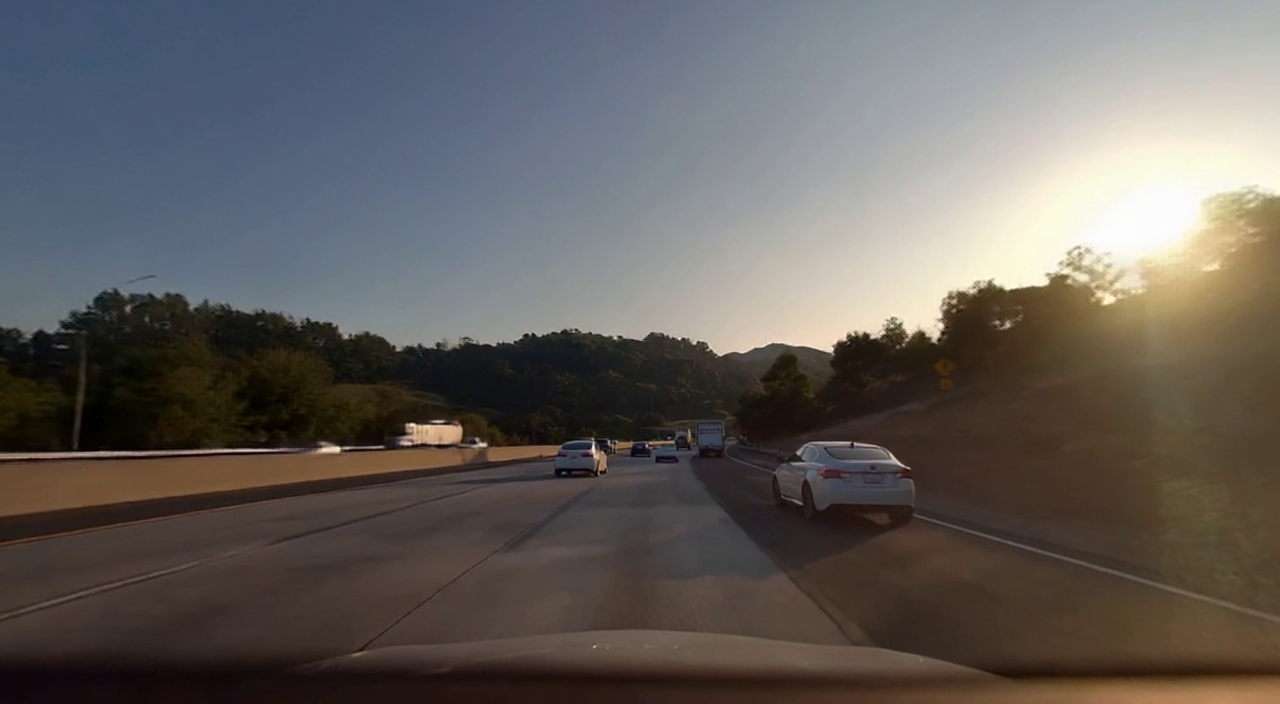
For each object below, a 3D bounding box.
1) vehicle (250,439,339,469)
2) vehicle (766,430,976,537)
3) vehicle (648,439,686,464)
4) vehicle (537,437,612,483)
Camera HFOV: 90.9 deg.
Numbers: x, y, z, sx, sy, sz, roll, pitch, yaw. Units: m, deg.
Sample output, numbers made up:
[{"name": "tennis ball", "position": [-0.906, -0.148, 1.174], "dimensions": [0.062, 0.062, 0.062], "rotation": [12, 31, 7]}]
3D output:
[{"name": "vehicle", "position": [-18.767, 5.548, 34.529], "dimensions": [1.943, 1.538, 4.704], "rotation": [-1, -8, 4]}, {"name": "vehicle", "position": [3.653, 2.141, 10.973], "dimensions": [2.013, 1.464, 4.317], "rotation": [0, -8, 0]}, {"name": "vehicle", "position": [1.688, 6.072, 38.618], "dimensions": [2.202, 1.467, 3.929], "rotation": [-1, -8, 3]}, {"name": "vehicle", "position": [-2.287, 3.957, 23.485], "dimensions": [2.031, 1.491, 4.792], "rotation": [-1, -8, 3]}]
